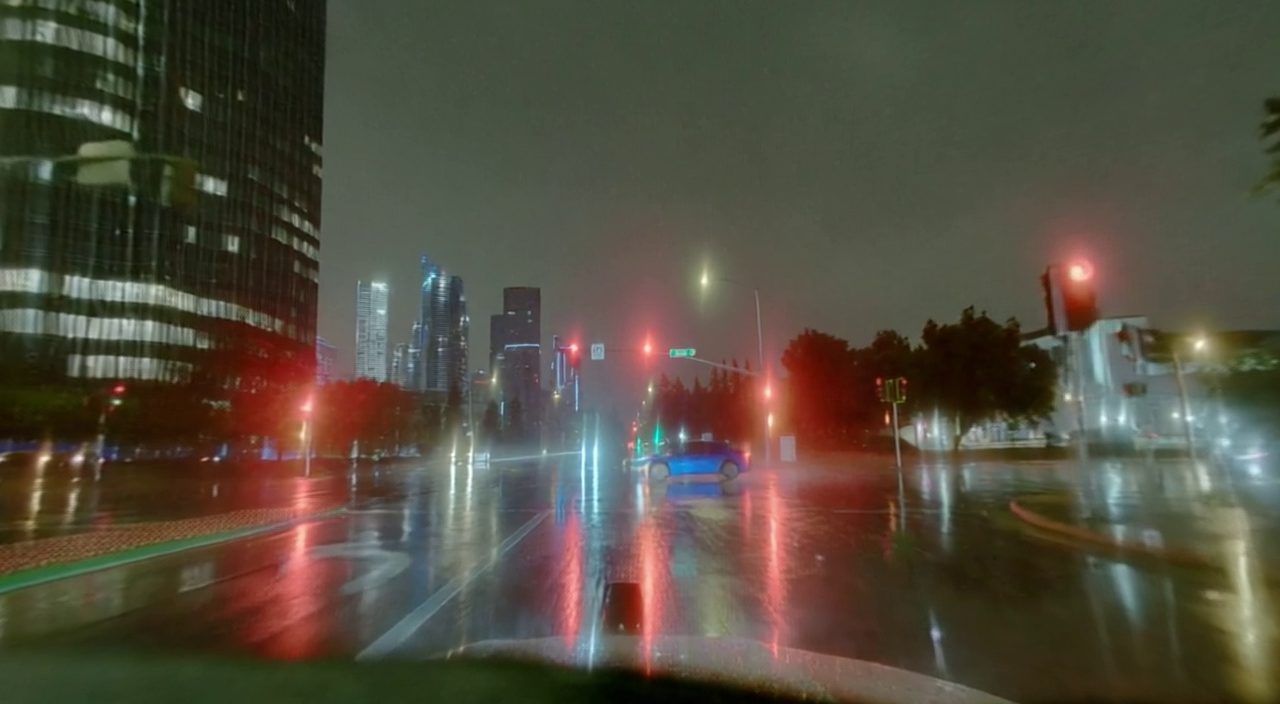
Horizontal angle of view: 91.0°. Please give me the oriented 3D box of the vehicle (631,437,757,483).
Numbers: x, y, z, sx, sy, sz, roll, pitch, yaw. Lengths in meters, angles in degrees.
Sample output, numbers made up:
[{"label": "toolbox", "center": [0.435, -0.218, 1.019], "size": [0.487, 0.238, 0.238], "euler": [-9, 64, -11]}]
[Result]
[{"label": "vehicle", "center": [1.962, 4.027, 23.592], "size": [4.218, 1.572, 2.065], "euler": [2, -9, -15]}]

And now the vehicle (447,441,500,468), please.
[{"label": "vehicle", "center": [-11.478, 7.098, 43.686], "size": [2.069, 1.771, 4.947], "euler": [0, -9, 3]}]
